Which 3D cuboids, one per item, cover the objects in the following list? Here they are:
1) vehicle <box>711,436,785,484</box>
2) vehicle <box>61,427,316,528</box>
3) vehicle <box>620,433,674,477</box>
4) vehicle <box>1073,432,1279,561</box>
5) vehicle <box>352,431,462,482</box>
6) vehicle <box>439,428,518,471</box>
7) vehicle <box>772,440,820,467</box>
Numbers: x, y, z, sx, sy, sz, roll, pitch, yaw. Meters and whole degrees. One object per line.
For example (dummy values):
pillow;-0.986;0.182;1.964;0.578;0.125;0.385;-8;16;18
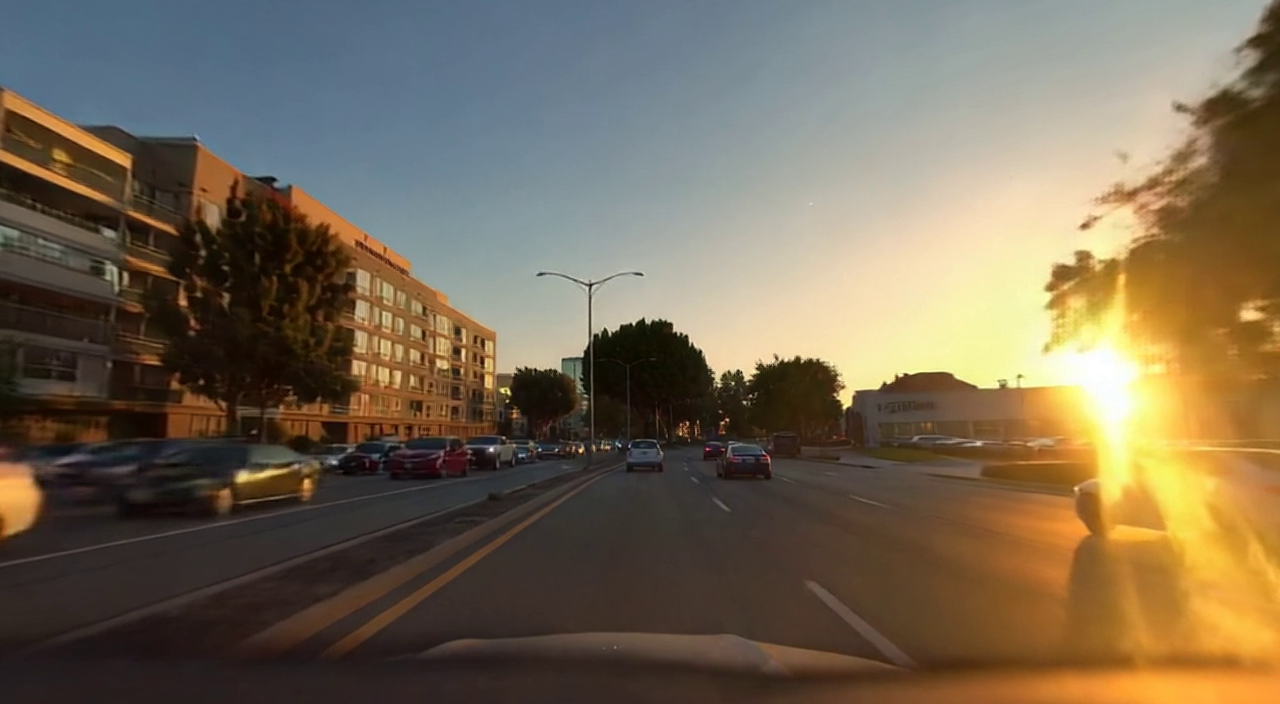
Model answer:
vehicle;3.639;3.707;21.967;1.852;1.498;3.825;0;-8;0
vehicle;-8.820;2.419;12.972;1.953;1.647;4.401;-2;-8;1
vehicle;0.347;4.305;26.739;2.101;1.694;3.979;0;-8;2
vehicle;8.212;1.790;8.195;1.909;1.456;4.569;0;-8;0
vehicle;-8.597;3.909;23.886;2.183;1.706;4.862;0;-8;2
vehicle;-8.173;4.999;32.597;2.460;1.970;5.271;0;-8;2
vehicle;9.298;6.074;38.096;1.860;1.475;4.488;0;-8;1
